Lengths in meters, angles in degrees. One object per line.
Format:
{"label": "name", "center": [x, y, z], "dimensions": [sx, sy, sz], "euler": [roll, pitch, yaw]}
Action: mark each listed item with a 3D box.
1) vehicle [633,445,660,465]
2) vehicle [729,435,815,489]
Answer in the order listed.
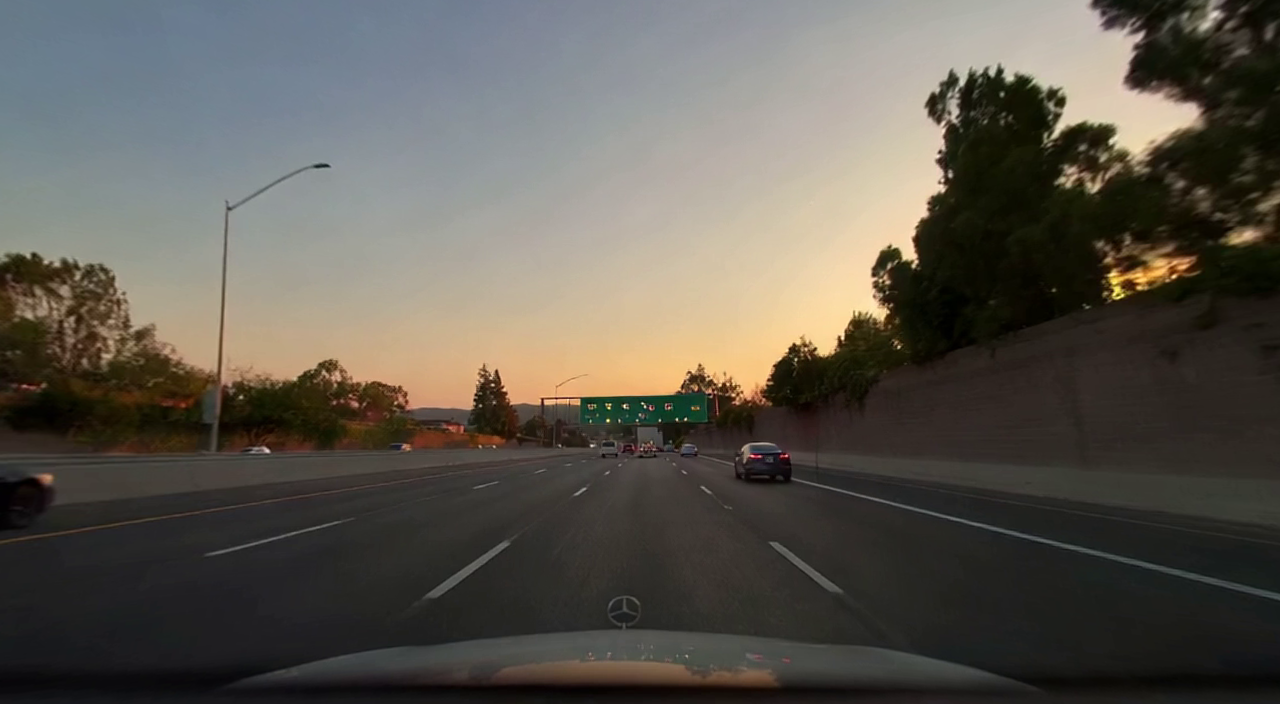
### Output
{"label": "vehicle", "center": [0.428, 7.858, 48.103], "dimensions": [1.946, 1.493, 4.083], "euler": [0, -9, -1]}
{"label": "vehicle", "center": [4.365, 3.719, 21.493], "dimensions": [2.046, 1.655, 4.143], "euler": [0, -9, 0]}
